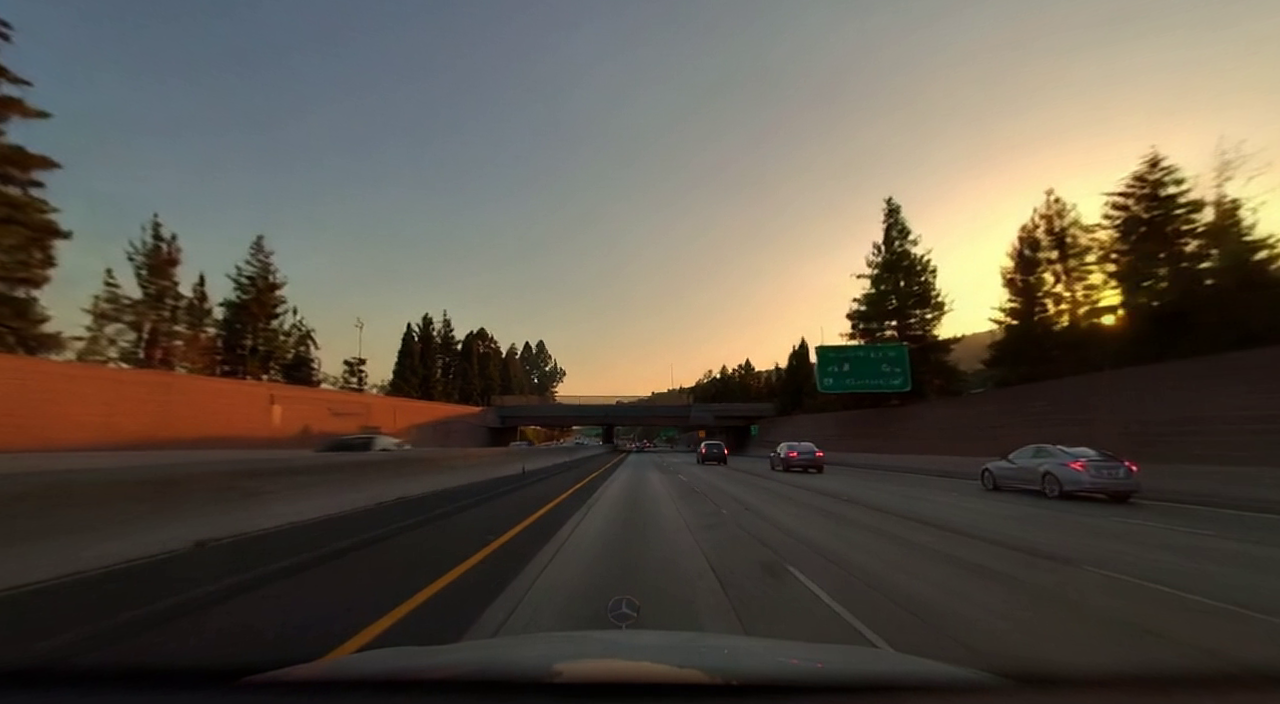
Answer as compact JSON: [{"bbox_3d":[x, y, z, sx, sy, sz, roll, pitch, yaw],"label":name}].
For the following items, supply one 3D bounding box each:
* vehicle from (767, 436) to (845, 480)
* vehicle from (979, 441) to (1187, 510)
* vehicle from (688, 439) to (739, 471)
[{"bbox_3d":[7.229,4.663,27.986,2.178,1.749,4.570,0,-8,0],"label":"vehicle"},{"bbox_3d":[10.801,3.015,15.925,1.970,1.479,4.480,0,-8,0],"label":"vehicle"},{"bbox_3d":[4.015,5.717,35.099,2.326,1.644,4.206,0,-8,0],"label":"vehicle"}]
